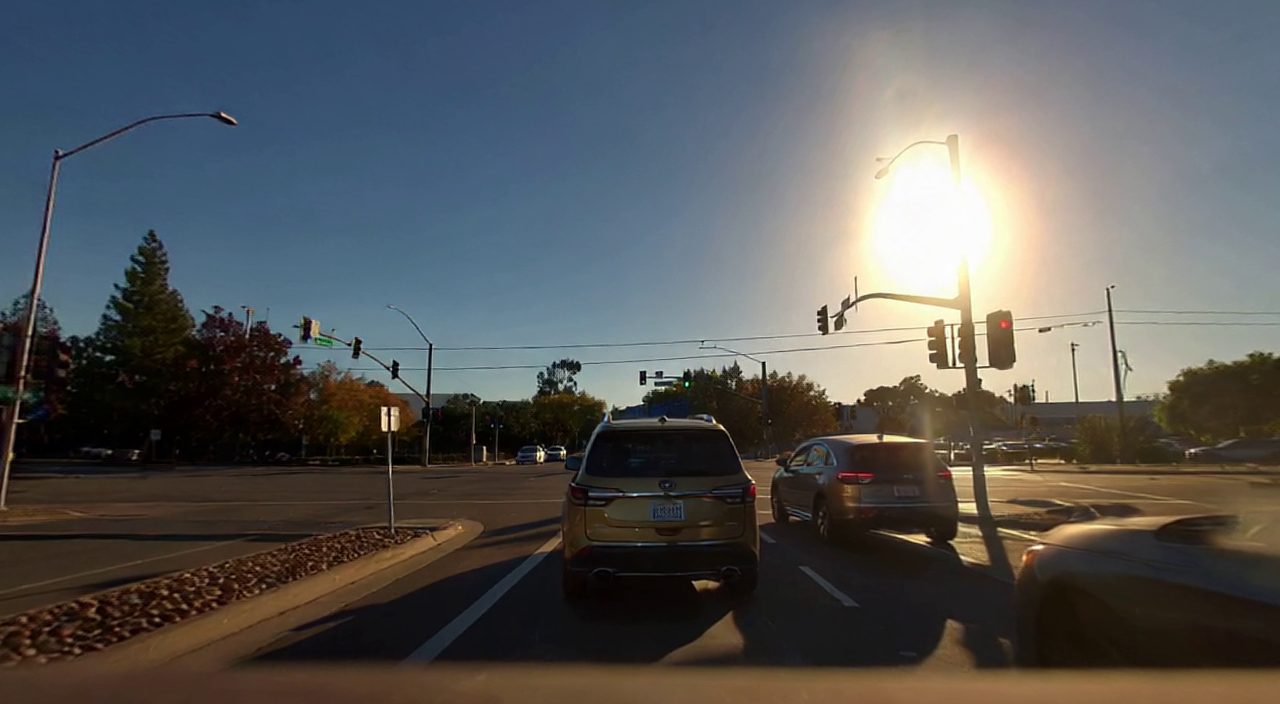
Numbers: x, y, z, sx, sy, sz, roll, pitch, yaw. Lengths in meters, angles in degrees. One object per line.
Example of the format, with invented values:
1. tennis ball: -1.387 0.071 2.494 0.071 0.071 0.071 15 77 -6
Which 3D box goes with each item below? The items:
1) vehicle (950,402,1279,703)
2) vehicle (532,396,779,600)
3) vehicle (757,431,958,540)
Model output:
1. vehicle: 3.164 0.908 2.150 1.924 1.466 4.461 0 -8 0
2. vehicle: 0.125 1.620 7.898 2.170 1.793 4.468 0 -8 0
3. vehicle: 3.454 2.184 11.008 1.861 1.495 4.215 0 -8 -2
